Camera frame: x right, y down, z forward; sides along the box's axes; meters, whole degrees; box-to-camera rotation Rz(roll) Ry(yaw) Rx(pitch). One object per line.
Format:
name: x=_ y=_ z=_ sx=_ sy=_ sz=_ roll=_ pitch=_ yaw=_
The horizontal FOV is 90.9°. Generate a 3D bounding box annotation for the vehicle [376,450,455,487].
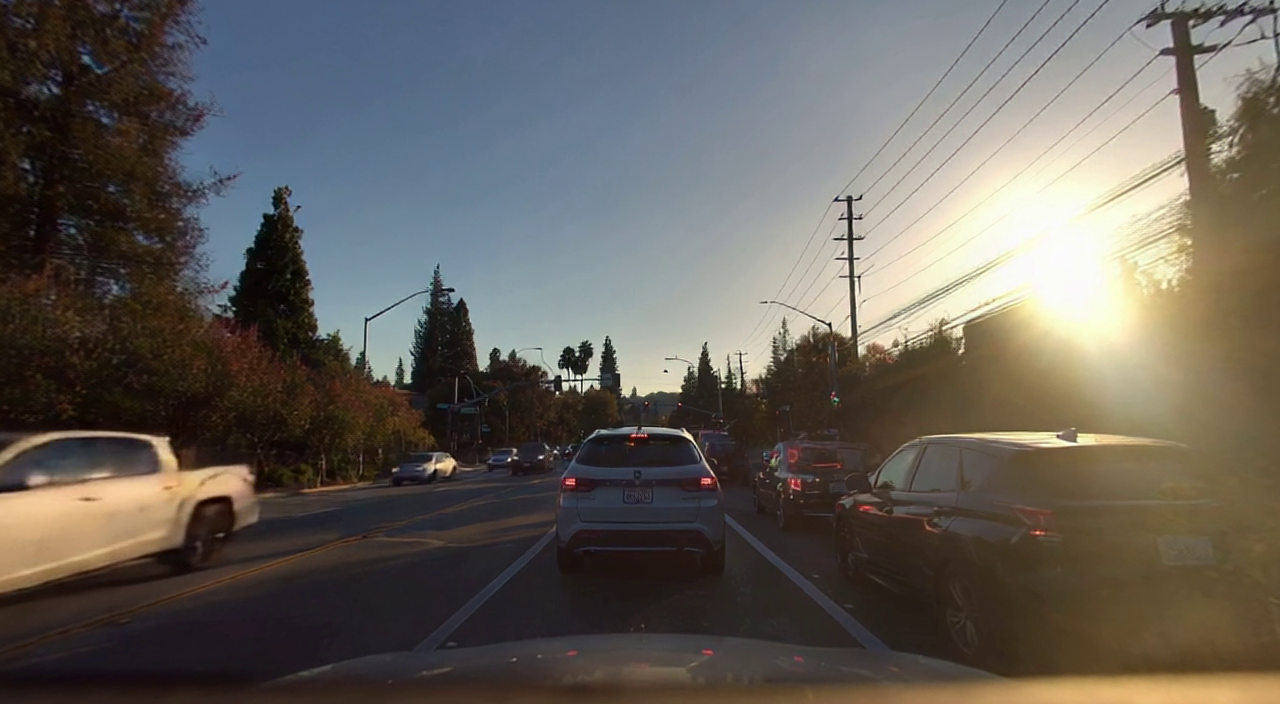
vehicle: x=-9.809 y=5.083 z=27.898 sx=1.921 sy=1.471 sz=4.137 roll=0 pitch=-8 yaw=1

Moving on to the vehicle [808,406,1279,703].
vehicle: x=2.894 y=1.308 z=4.991 sx=1.950 sy=1.487 sz=4.275 roll=0 pitch=-8 yaw=0

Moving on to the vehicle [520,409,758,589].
vehicle: x=0.008 y=1.671 z=7.985 sx=2.200 sy=1.653 sz=4.127 roll=0 pitch=-8 yaw=0

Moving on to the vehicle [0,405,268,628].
vehicle: x=-6.198 y=1.478 z=6.117 sx=2.253 sy=1.751 sz=4.700 roll=0 pitch=-8 yaw=1
